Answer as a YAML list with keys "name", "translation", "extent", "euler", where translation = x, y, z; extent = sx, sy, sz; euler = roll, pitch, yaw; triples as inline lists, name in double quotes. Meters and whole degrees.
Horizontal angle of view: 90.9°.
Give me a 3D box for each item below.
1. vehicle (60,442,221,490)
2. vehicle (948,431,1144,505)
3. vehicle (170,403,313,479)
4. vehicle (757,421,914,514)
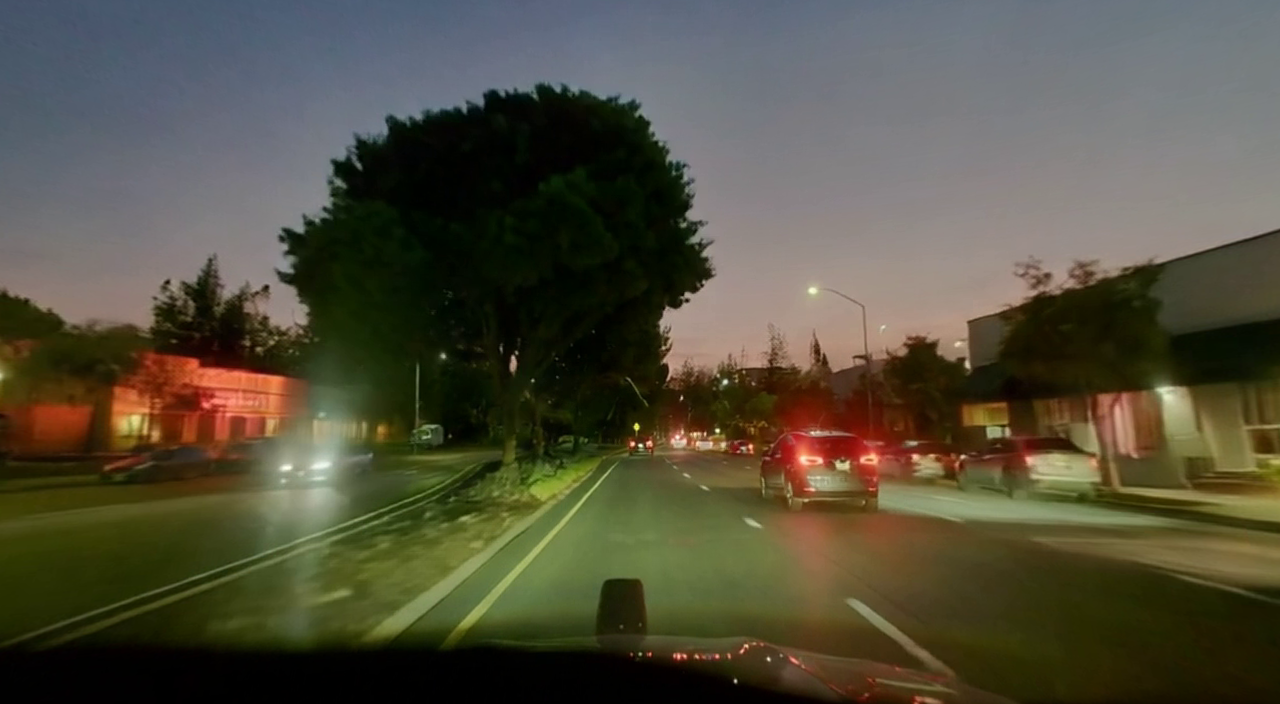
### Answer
- name: "vehicle"
  translation: [-19.116, 4.343, 24.560]
  extent: [2.015, 1.647, 5.085]
  euler: [-1, -8, 2]
- name: "vehicle"
  translation: [10.475, 3.015, 16.855]
  extent: [2.078, 1.668, 4.654]
  euler: [0, -8, 0]
- name: "vehicle"
  translation: [-19.182, 4.377, 30.900]
  extent: [2.811, 3.326, 6.083]
  euler: [0, -8, 1]
- name: "vehicle"
  translation: [3.922, 2.392, 13.461]
  extent: [2.072, 1.669, 3.836]
  euler: [0, -8, 0]
